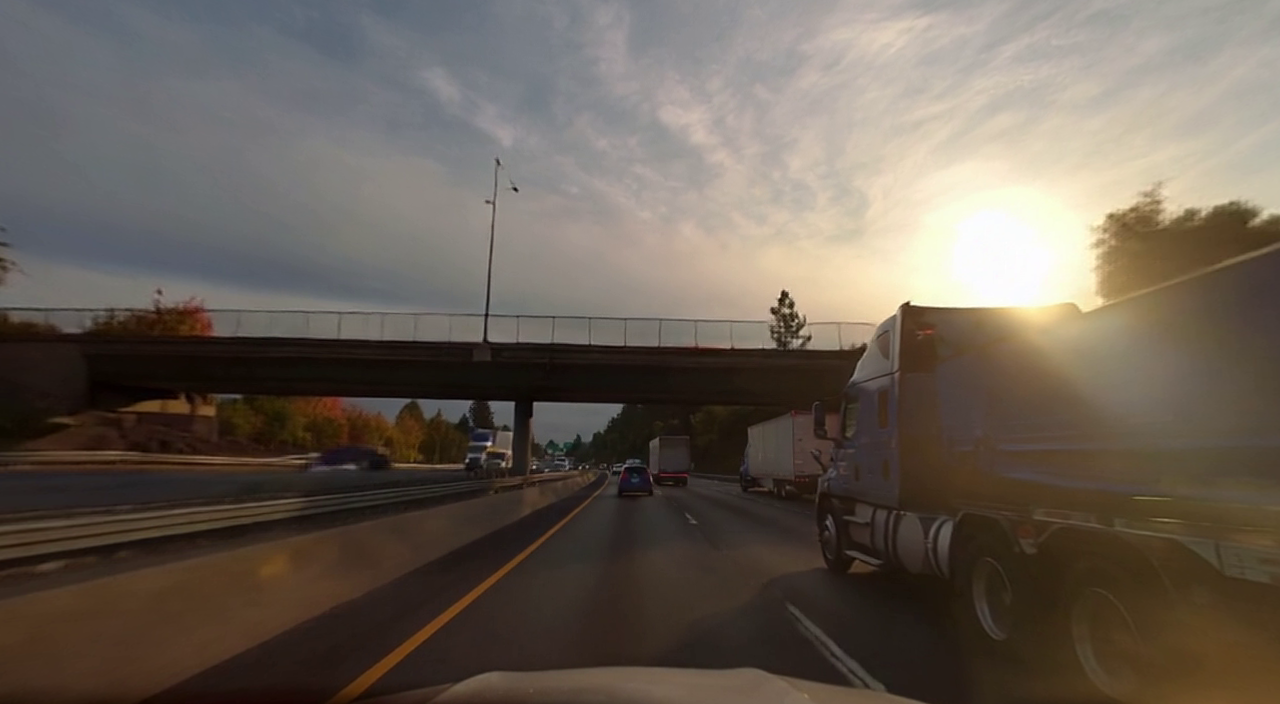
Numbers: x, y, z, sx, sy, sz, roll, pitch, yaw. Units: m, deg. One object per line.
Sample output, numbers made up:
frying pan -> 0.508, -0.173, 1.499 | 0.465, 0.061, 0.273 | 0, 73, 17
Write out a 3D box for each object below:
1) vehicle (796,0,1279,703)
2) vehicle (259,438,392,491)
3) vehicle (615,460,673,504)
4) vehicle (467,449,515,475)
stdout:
vehicle -> 3.732, -0.305, 1.805 | 2.831, 4.150, 14.519 | 1, -11, 0
vehicle -> -9.865, 3.626, 20.220 | 2.057, 1.495, 4.294 | 1, -11, -1
vehicle -> 0.146, 5.075, 24.736 | 2.067, 1.552, 3.601 | 1, -11, 0
vehicle -> -10.527, 7.838, 44.820 | 2.207, 1.713, 4.723 | 1, -11, 0
